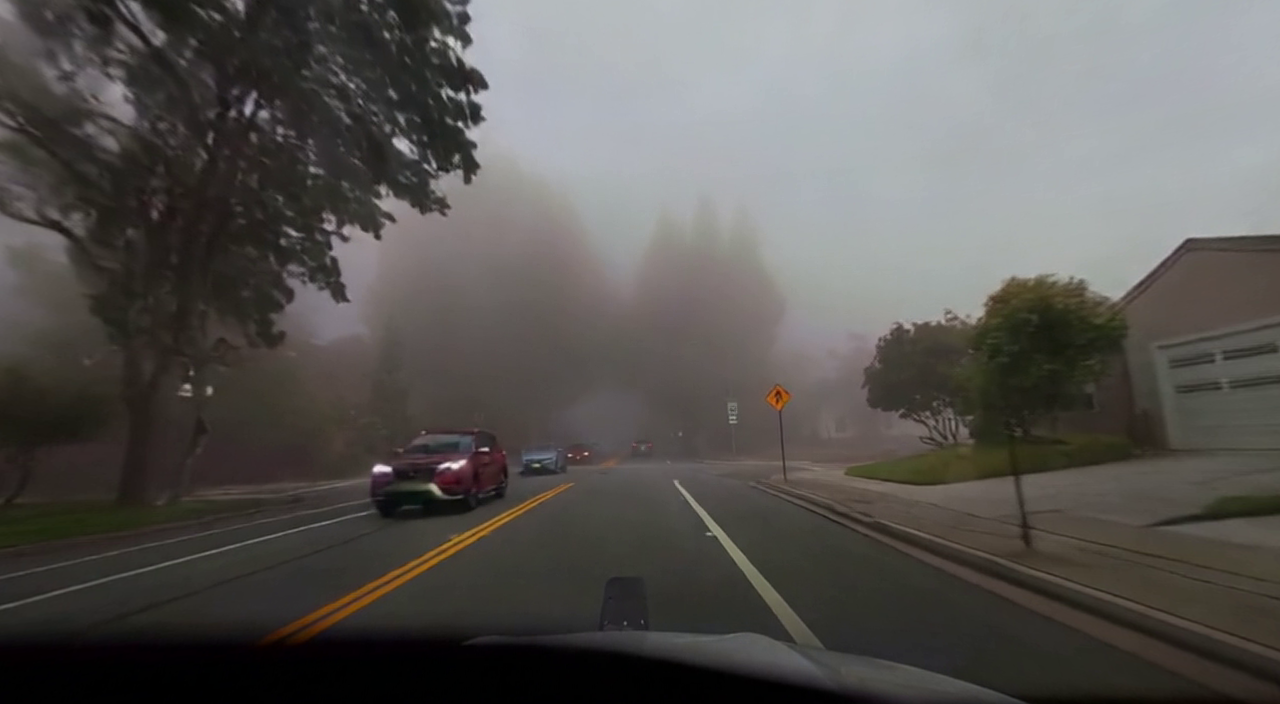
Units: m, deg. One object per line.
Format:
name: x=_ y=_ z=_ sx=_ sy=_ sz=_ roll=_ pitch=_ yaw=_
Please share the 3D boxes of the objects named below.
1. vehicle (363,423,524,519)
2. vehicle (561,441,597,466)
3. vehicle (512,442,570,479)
vehicle: x=-4.236 y=2.638 z=14.579 sx=2.134 sy=1.821 sz=4.719 roll=0 pitch=-8 yaw=1
vehicle: x=-4.018 y=6.727 z=41.990 sx=1.979 sy=1.532 sz=4.212 roll=0 pitch=-8 yaw=0
vehicle: x=-4.268 y=4.704 z=27.766 sx=1.862 sy=1.491 sz=4.266 roll=0 pitch=-8 yaw=0
